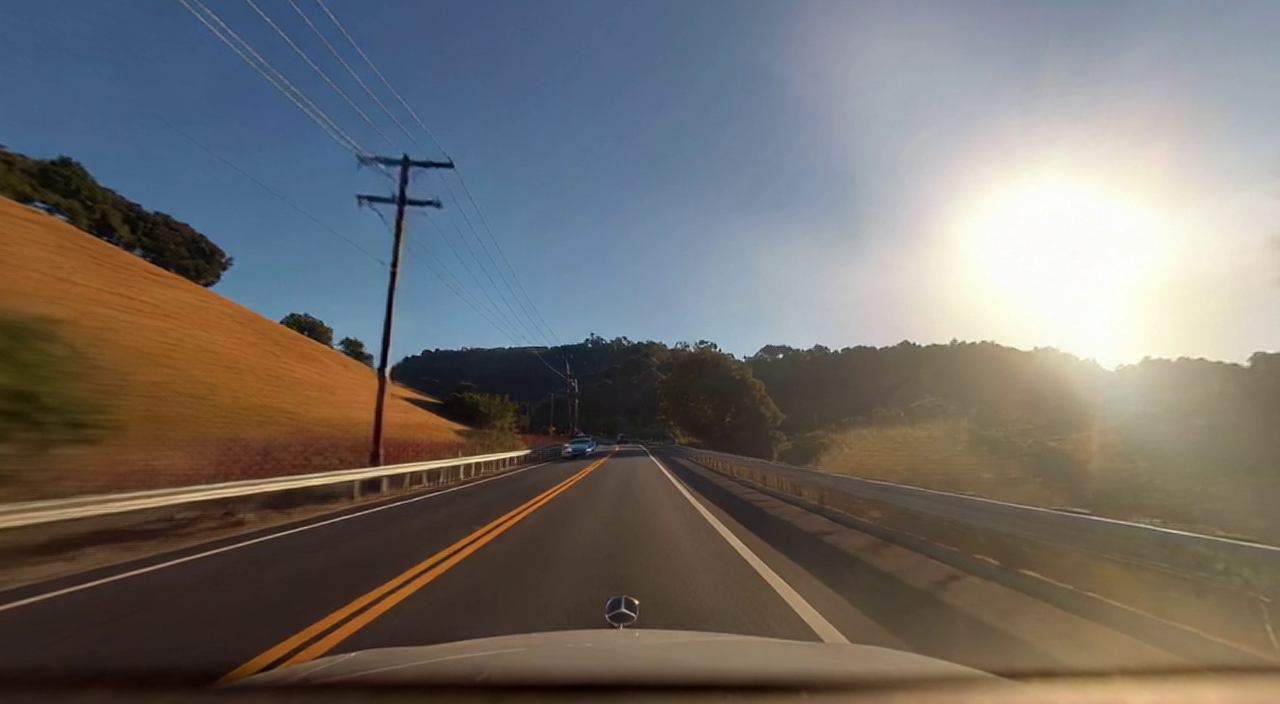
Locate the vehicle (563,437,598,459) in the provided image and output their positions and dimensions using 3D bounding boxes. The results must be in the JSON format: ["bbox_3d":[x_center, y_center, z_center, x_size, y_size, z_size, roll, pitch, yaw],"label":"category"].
[{"bbox_3d":[-4.239,6.973,45.695,2.047,1.486,4.405,0,-9,0],"label":"vehicle"}]
